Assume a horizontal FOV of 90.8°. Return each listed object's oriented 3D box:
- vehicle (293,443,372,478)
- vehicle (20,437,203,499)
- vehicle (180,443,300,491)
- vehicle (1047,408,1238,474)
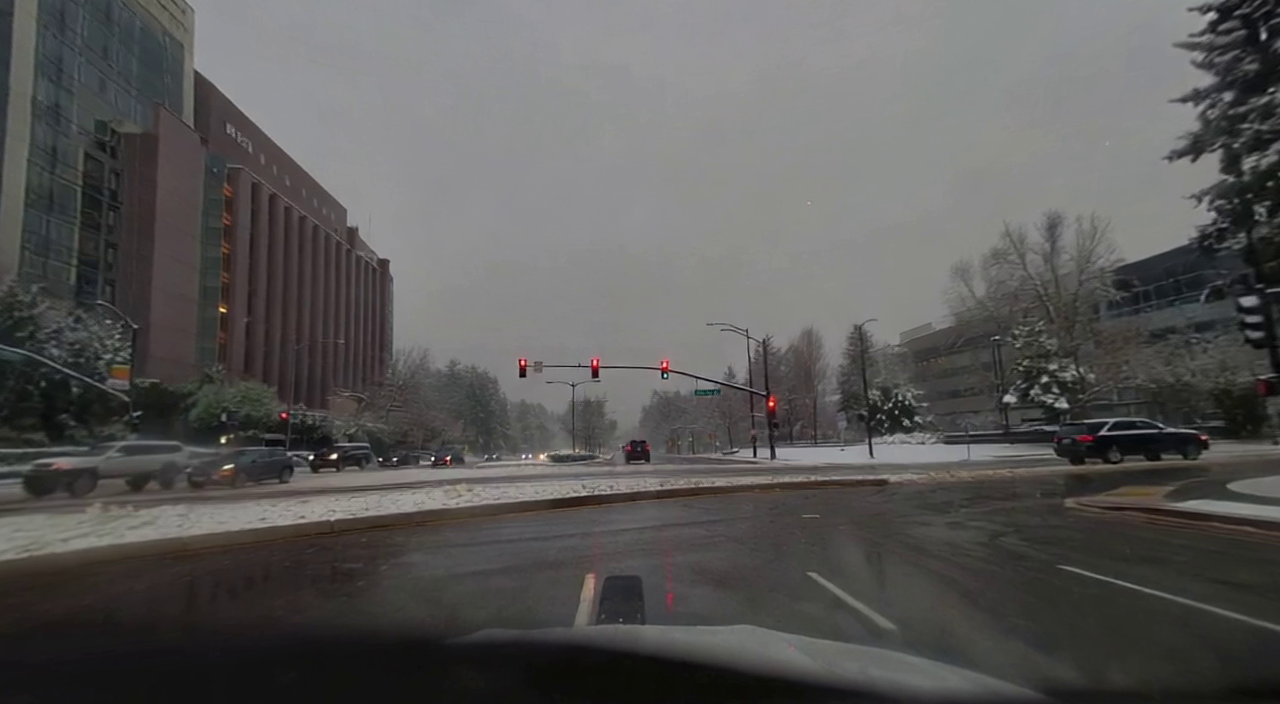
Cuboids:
[{"bbox_3d":[-19.873,6.987,41.146,2.380,1.963,5.458,-3,-8,1],"label":"vehicle"},{"bbox_3d":[-20.429,4.455,24.891,2.299,2.092,5.503,-2,-8,2],"label":"vehicle"},{"bbox_3d":[-16.561,4.737,26.472,1.962,1.735,4.577,-2,-8,1],"label":"vehicle"},{"bbox_3d":[17.351,3.107,22.030,4.709,1.920,2.166,-3,-8,-1],"label":"vehicle"}]
